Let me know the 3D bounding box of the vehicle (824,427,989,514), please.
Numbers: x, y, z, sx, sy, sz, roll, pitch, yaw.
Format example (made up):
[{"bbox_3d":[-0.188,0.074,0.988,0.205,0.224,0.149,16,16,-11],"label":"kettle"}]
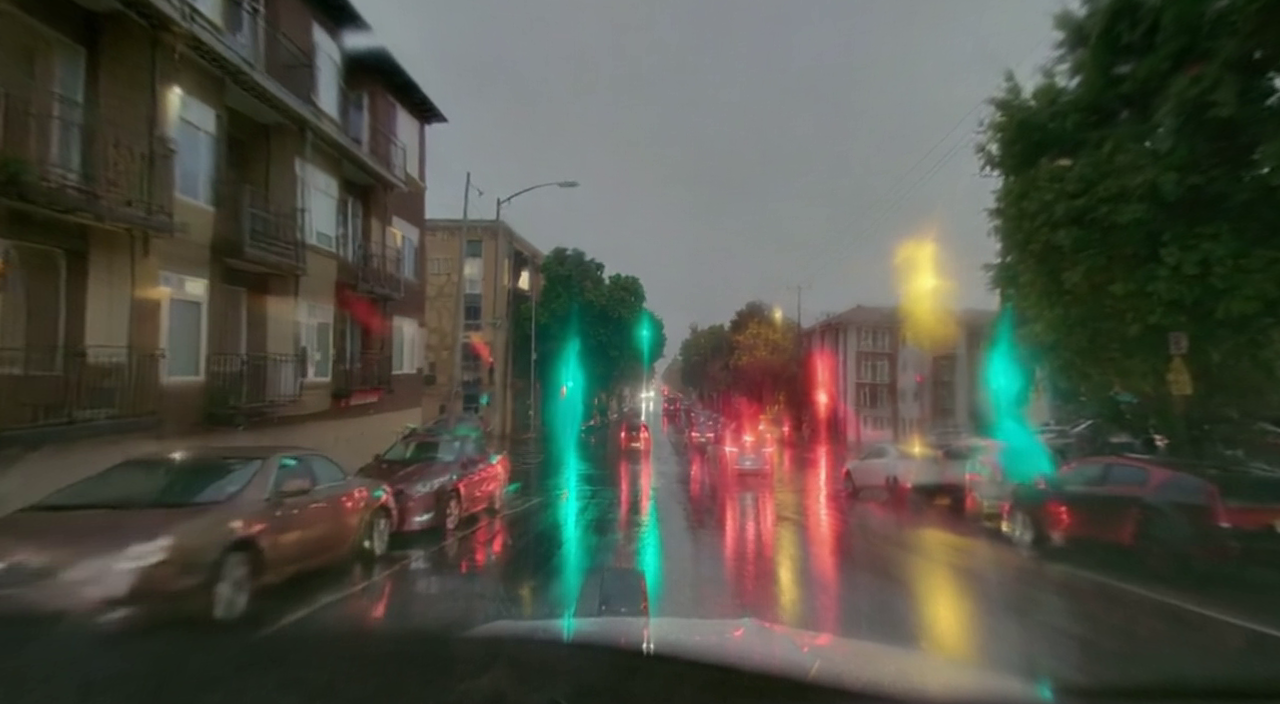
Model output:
[{"bbox_3d":[6.106,2.769,15.153,1.999,1.752,4.502,0,-9,1],"label":"vehicle"}]

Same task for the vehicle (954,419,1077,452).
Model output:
[{"bbox_3d":[18.418,4.151,31.117,4.738,1.537,1.960,-1,-9,2],"label":"vehicle"}]

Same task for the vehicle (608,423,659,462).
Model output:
[{"bbox_3d":[-0.218,3.651,25.770,1.923,1.460,3.923,0,-7,1],"label":"vehicle"}]

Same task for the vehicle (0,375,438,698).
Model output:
[{"bbox_3d":[-3.482,1.312,5.616,1.922,1.704,4.398,0,-9,0],"label":"vehicle"}]

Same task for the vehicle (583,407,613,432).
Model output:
[{"bbox_3d":[-2.859,4.697,43.578,1.878,1.521,3.697,0,-9,-1],"label":"vehicle"}]

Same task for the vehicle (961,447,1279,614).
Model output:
[{"bbox_3d":[6.127,1.912,7.806,1.962,1.438,4.440,0,-9,0],"label":"vehicle"}]

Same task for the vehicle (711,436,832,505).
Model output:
[{"bbox_3d":[3.112,2.920,15.987,2.055,1.450,4.676,0,-9,0],"label":"vehicle"}]

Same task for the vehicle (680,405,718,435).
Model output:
[{"bbox_3d":[3.729,4.414,40.454,2.093,1.655,4.327,0,-9,1],"label":"vehicle"}]
